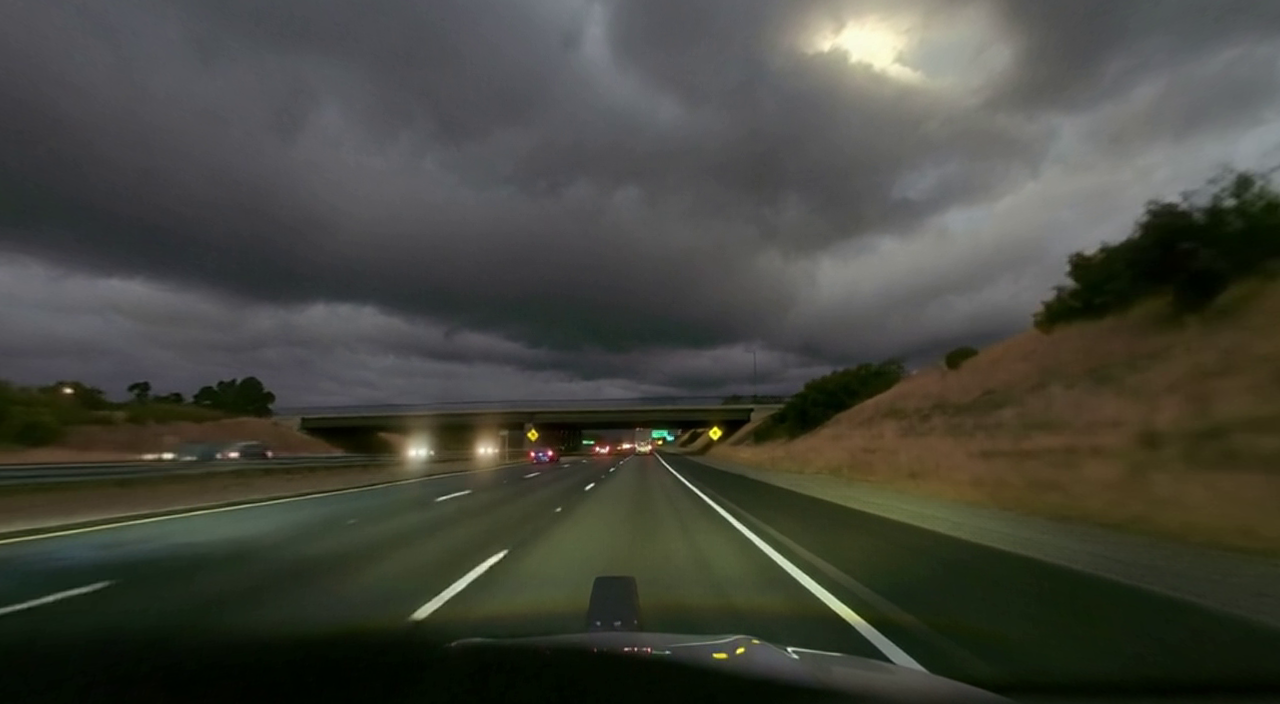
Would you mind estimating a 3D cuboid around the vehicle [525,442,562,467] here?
[{"bbox_3d":[-7.169,7.685,47.389,2.070,1.738,4.733,0,-9,0],"label":"vehicle"}]

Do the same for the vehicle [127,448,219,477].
[{"bbox_3d":[-31.604,7.476,42.867,2.136,1.767,5.304,0,-9,1],"label":"vehicle"}]
